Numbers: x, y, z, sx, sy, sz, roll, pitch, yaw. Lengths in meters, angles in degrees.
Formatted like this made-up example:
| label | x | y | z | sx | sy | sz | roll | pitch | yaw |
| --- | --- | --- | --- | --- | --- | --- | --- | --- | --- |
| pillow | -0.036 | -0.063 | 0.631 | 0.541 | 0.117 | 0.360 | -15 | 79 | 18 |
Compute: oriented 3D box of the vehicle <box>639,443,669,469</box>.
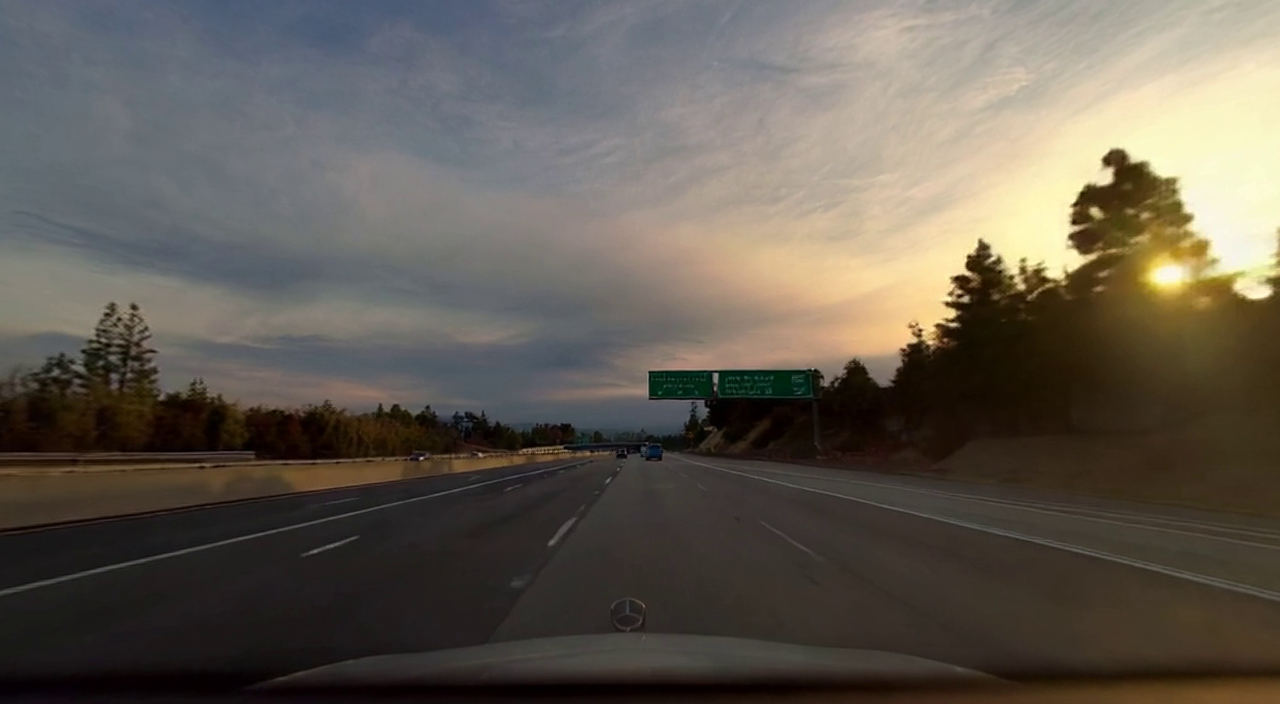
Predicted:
| label | x | y | z | sx | sy | sz | roll | pitch | yaw |
| --- | --- | --- | --- | --- | --- | --- | --- | --- | --- |
| vehicle | 1.073 | 8.117 | 49.513 | 2.219 | 1.927 | 4.409 | 0 | -9 | 0 |
